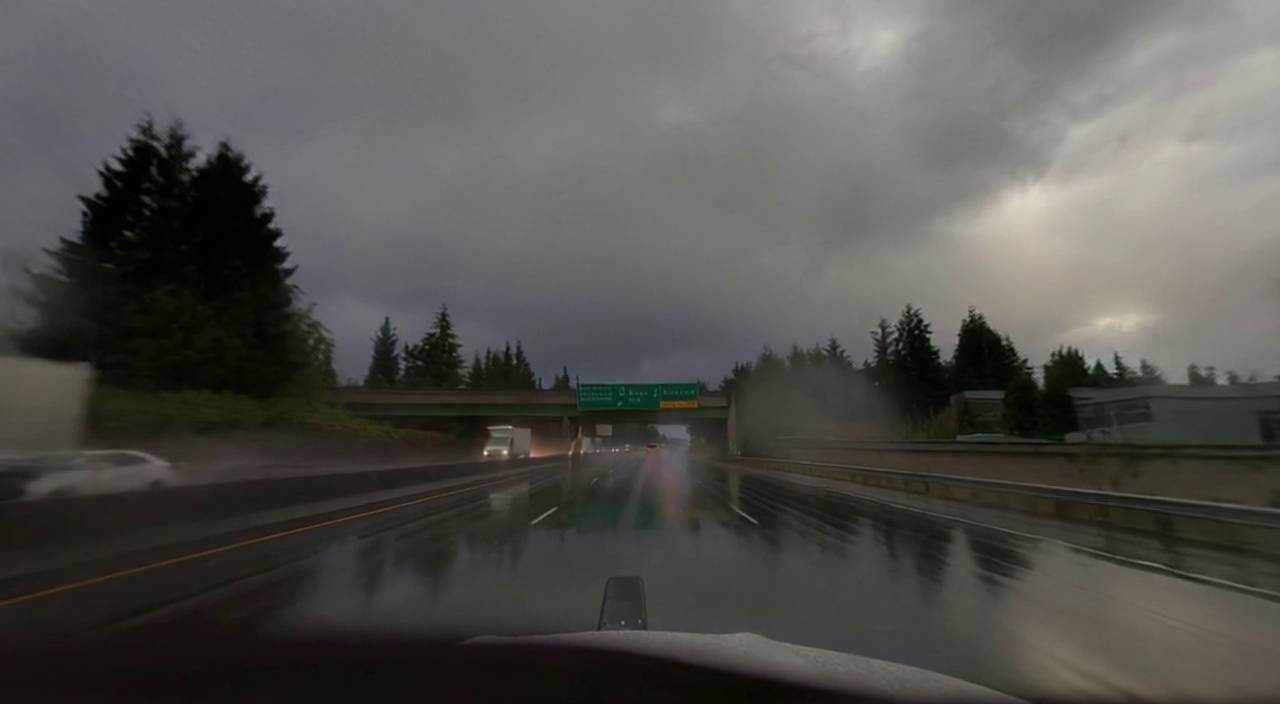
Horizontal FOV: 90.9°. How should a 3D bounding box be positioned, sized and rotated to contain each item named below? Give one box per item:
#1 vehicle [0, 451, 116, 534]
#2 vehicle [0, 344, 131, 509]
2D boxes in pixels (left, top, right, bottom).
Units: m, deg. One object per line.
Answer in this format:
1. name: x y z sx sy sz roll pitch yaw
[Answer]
1. vehicle: -12.543 2.586 11.624 1.800 1.470 4.577 0 -9 0
2. vehicle: -17.145 1.269 11.774 2.886 3.974 14.639 0 -9 1
